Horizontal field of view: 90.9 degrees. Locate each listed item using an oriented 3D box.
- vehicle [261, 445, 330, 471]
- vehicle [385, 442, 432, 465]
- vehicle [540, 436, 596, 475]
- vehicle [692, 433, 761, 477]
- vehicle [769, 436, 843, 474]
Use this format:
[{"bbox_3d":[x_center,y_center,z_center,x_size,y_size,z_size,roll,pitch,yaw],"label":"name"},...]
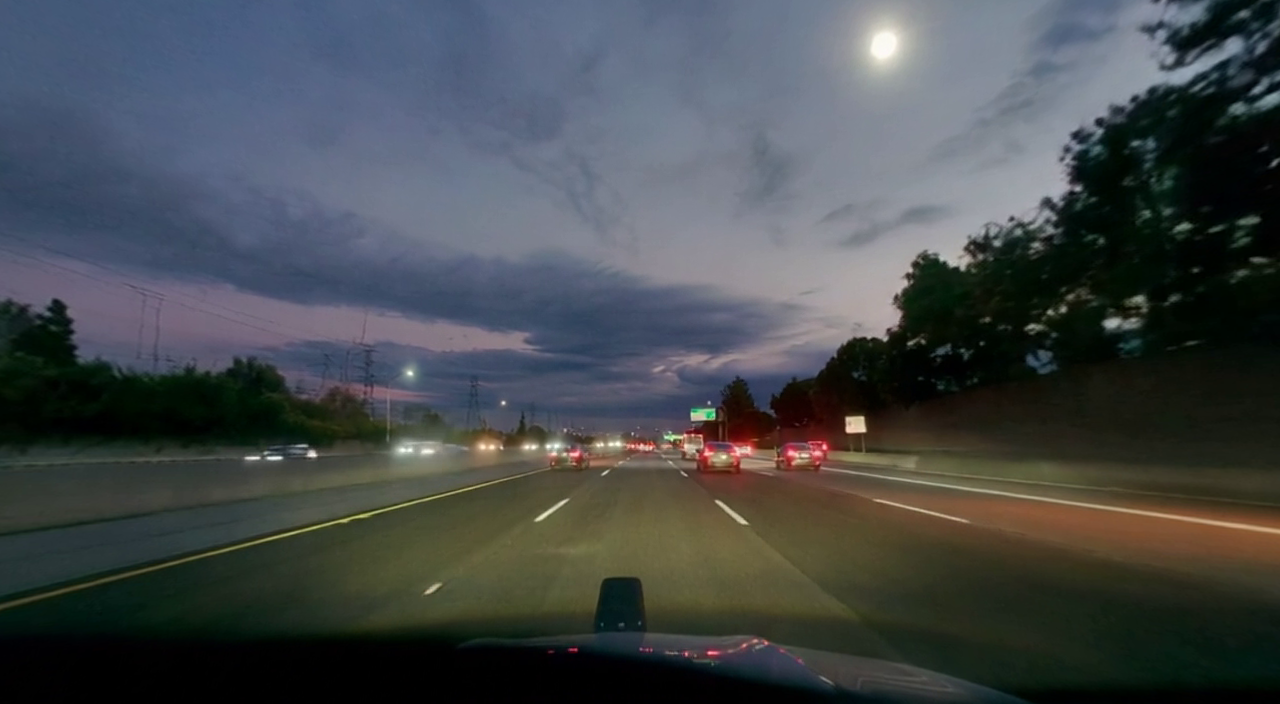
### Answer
[{"bbox_3d":[-20.985,6.448,38.632,1.752,1.436,4.162,-1,-8,2],"label":"vehicle"},{"bbox_3d":[-15.901,7.005,43.548,1.777,1.474,3.706,-1,-8,1],"label":"vehicle"},{"bbox_3d":[-3.381,4.967,30.548,2.106,1.682,4.395,-1,-8,2],"label":"vehicle"},{"bbox_3d":[3.462,4.208,26.036,2.146,1.639,4.475,-1,-8,-1],"label":"vehicle"},{"bbox_3d":[7.348,4.606,28.500,1.988,1.518,4.856,-1,-8,0],"label":"vehicle"}]
